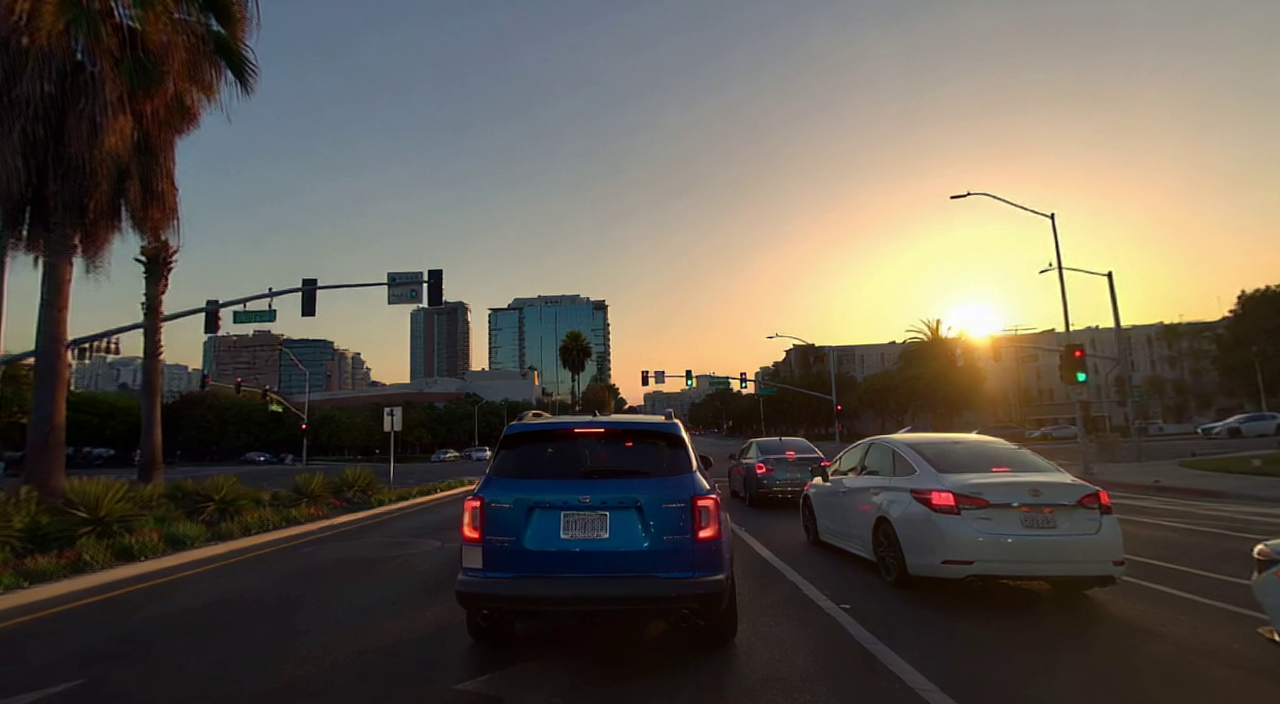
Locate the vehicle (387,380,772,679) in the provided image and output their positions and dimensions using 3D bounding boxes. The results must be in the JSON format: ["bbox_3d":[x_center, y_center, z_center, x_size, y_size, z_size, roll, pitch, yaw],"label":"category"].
[{"bbox_3d":[-0.347,1.307,5.671,2.172,1.694,4.055,0,-8,0],"label":"vehicle"}]

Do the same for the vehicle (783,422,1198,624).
[{"bbox_3d":[3.106,1.597,6.939,1.971,1.473,4.495,0,-8,0],"label":"vehicle"}]
